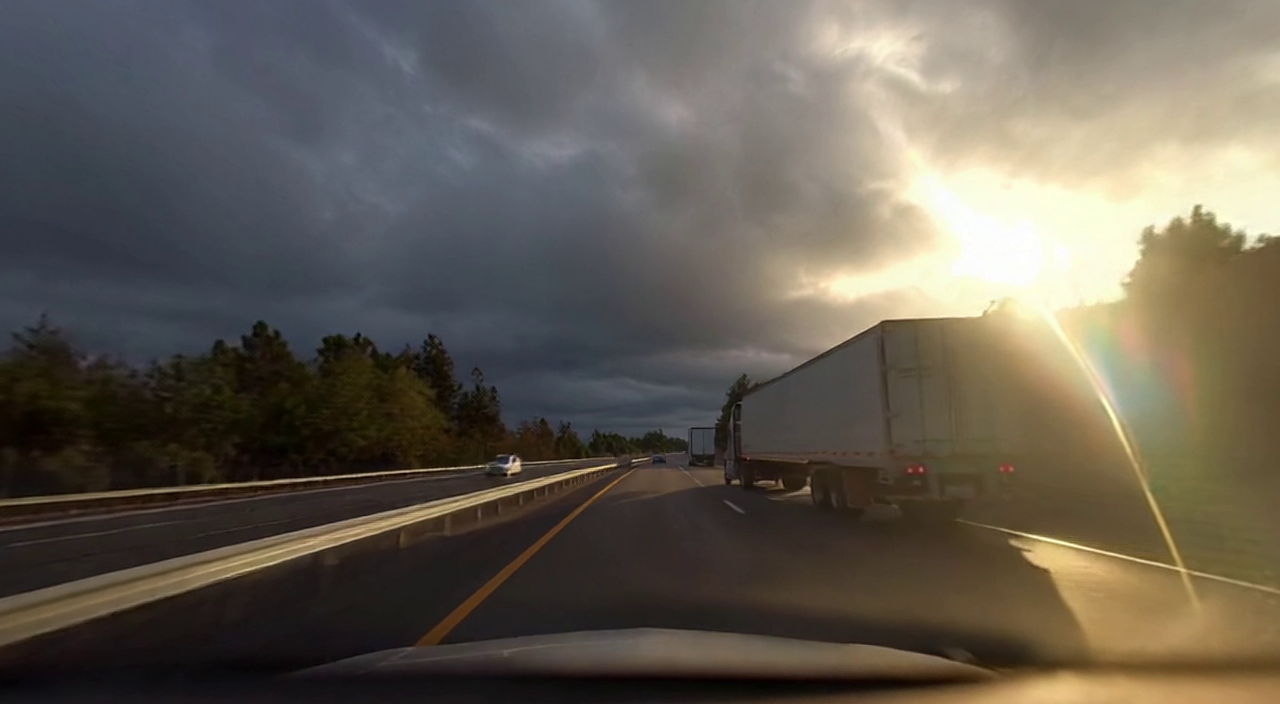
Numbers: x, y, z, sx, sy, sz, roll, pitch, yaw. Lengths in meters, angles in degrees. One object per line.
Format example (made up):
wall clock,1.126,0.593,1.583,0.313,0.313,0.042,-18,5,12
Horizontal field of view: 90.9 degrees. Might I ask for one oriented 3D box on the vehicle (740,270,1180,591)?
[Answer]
vehicle,4.404,1.703,12.816,2.866,3.558,11.674,0,-9,0
